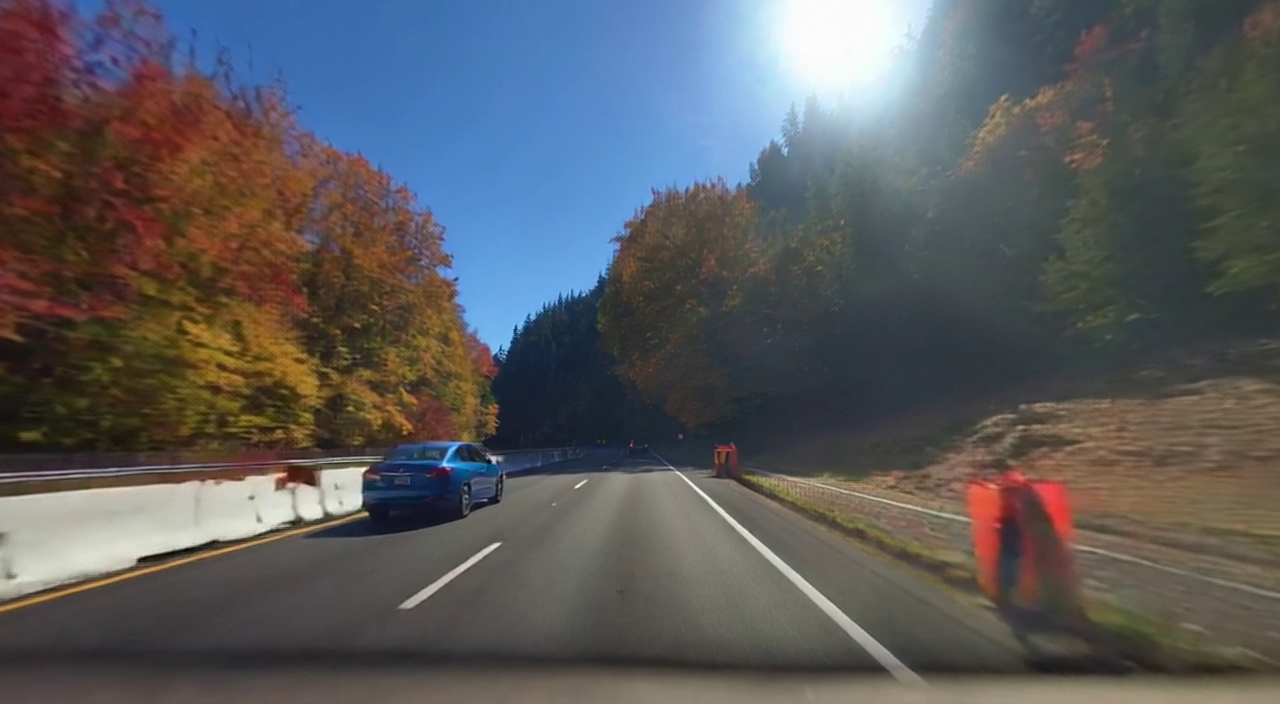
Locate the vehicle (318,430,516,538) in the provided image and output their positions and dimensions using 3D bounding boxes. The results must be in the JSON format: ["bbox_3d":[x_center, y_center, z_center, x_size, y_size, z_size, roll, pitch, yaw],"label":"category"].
[{"bbox_3d":[-3.569,2.167,10.985,1.902,1.505,4.016,0,-8,1],"label":"vehicle"}]
